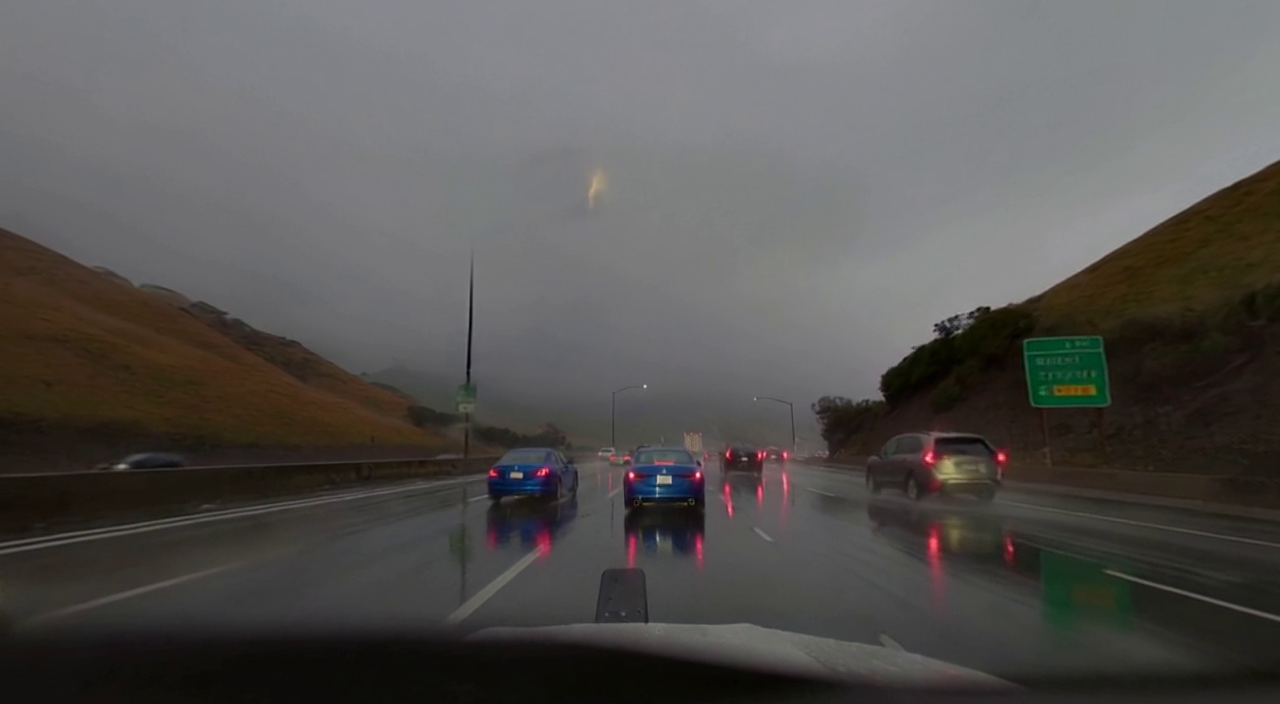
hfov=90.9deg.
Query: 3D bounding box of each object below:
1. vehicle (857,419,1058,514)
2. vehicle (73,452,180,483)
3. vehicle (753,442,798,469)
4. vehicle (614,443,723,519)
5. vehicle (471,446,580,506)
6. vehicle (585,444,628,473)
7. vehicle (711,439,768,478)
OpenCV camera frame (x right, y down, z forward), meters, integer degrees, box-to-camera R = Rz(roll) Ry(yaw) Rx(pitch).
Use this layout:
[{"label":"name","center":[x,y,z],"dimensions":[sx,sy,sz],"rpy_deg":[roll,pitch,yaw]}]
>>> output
[{"label":"vehicle","center":[7.046,2.593,14.804],"dimensions":[2.210,1.831,4.843],"rpy_deg":[0,-8,1]},{"label":"vehicle","center":[-27.292,6.135,33.732],"dimensions":[1.841,1.458,4.454],"rpy_deg":[-1,-8,2]},{"label":"vehicle","center":[8.595,6.593,40.485],"dimensions":[2.032,1.580,4.928],"rpy_deg":[-1,-8,3]},{"label":"vehicle","center":[0.603,2.756,14.018],"dimensions":[2.072,1.431,3.904],"rpy_deg":[-1,-8,2]},{"label":"vehicle","center":[-2.969,3.327,17.455],"dimensions":[2.017,1.446,4.384],"rpy_deg":[-1,-8,3]},{"label":"vehicle","center":[-1.918,6.291,37.417],"dimensions":[2.034,1.572,4.444],"rpy_deg":[-1,-8,4]},{"label":"vehicle","center":[4.631,5.034,30.034],"dimensions":[2.083,1.693,4.740],"rpy_deg":[0,-8,2]}]
